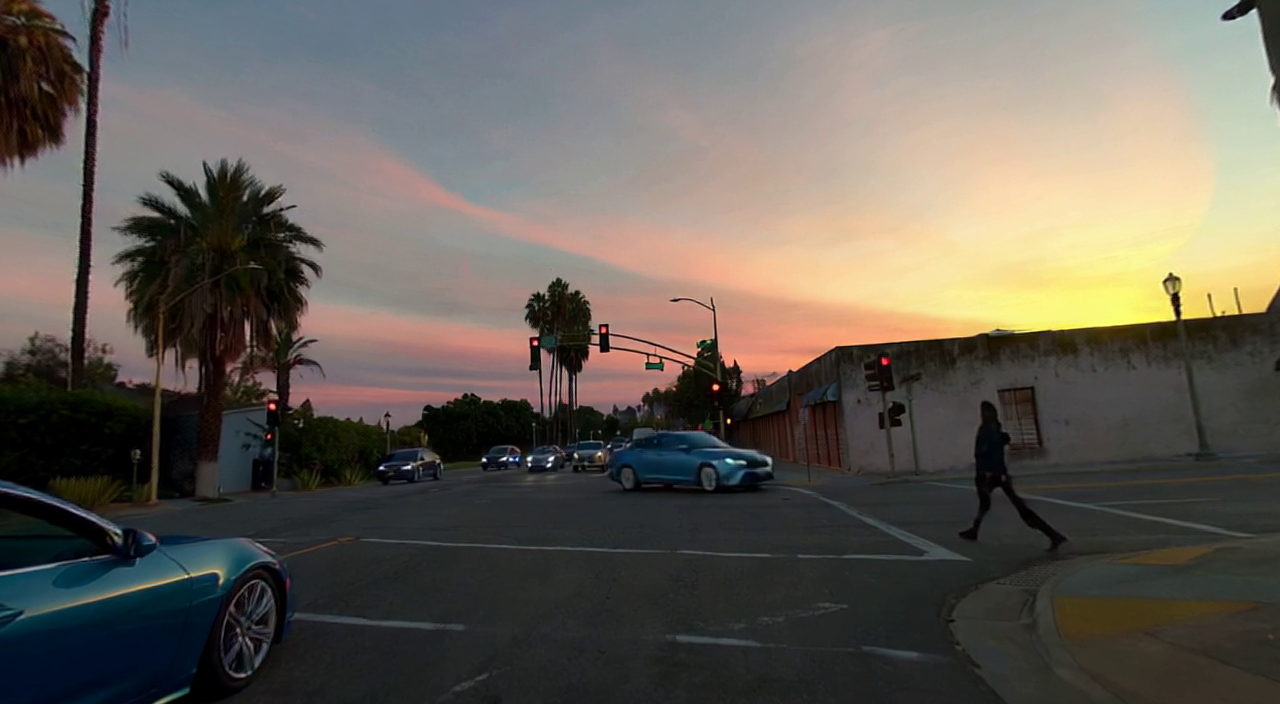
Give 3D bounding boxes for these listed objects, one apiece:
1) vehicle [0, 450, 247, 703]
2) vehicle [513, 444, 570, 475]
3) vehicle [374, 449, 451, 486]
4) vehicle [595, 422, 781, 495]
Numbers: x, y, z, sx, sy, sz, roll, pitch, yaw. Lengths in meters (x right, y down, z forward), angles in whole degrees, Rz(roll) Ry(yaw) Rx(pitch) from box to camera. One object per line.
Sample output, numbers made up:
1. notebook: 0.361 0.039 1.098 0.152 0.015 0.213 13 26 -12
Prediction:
1. vehicle: -3.700 1.024 2.243 1.850 1.325 4.295 0 -9 0
2. vehicle: -5.096 5.633 33.290 1.839 1.468 4.549 -1 -9 6
3. vehicle: -12.361 6.283 34.640 1.870 1.705 4.426 -7 -10 11
4. vehicle: 1.171 2.867 17.277 4.775 1.709 2.092 -8 -12 43
